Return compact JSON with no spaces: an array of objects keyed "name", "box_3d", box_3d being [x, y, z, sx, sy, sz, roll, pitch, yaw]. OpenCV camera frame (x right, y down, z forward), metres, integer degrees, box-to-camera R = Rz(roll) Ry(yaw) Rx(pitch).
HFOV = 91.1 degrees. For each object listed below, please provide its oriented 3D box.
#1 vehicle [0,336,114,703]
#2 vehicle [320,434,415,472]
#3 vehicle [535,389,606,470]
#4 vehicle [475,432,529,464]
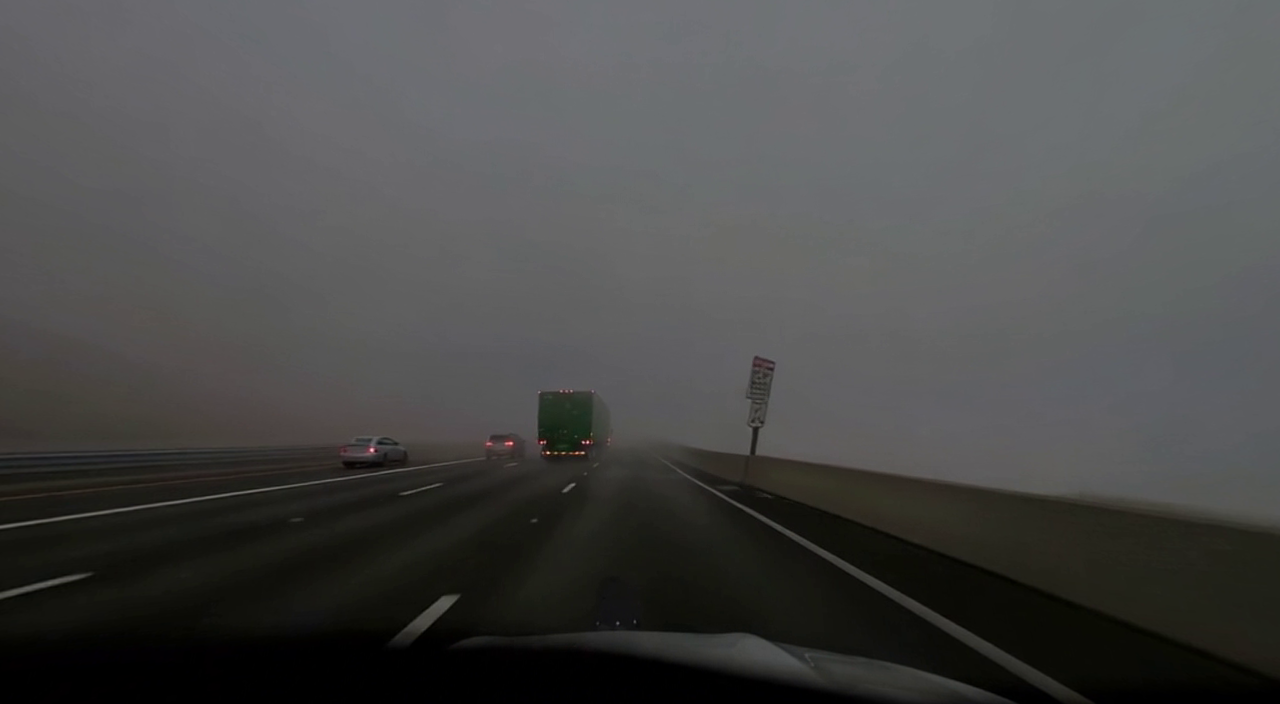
[{"name":"vehicle","box_3d":[-3.709,0.528,0.925,2.091,1.637,4.346,0,-8,0]},{"name":"vehicle","box_3d":[-11.416,4.215,26.712,1.959,1.460,4.661,0,-8,0]},{"name":"vehicle","box_3d":[-3.813,4.722,37.582,3.002,3.987,12.477,1,-8,-1]},{"name":"vehicle","box_3d":[-7.844,5.472,36.121,2.075,1.691,4.431,0,-8,0]}]
